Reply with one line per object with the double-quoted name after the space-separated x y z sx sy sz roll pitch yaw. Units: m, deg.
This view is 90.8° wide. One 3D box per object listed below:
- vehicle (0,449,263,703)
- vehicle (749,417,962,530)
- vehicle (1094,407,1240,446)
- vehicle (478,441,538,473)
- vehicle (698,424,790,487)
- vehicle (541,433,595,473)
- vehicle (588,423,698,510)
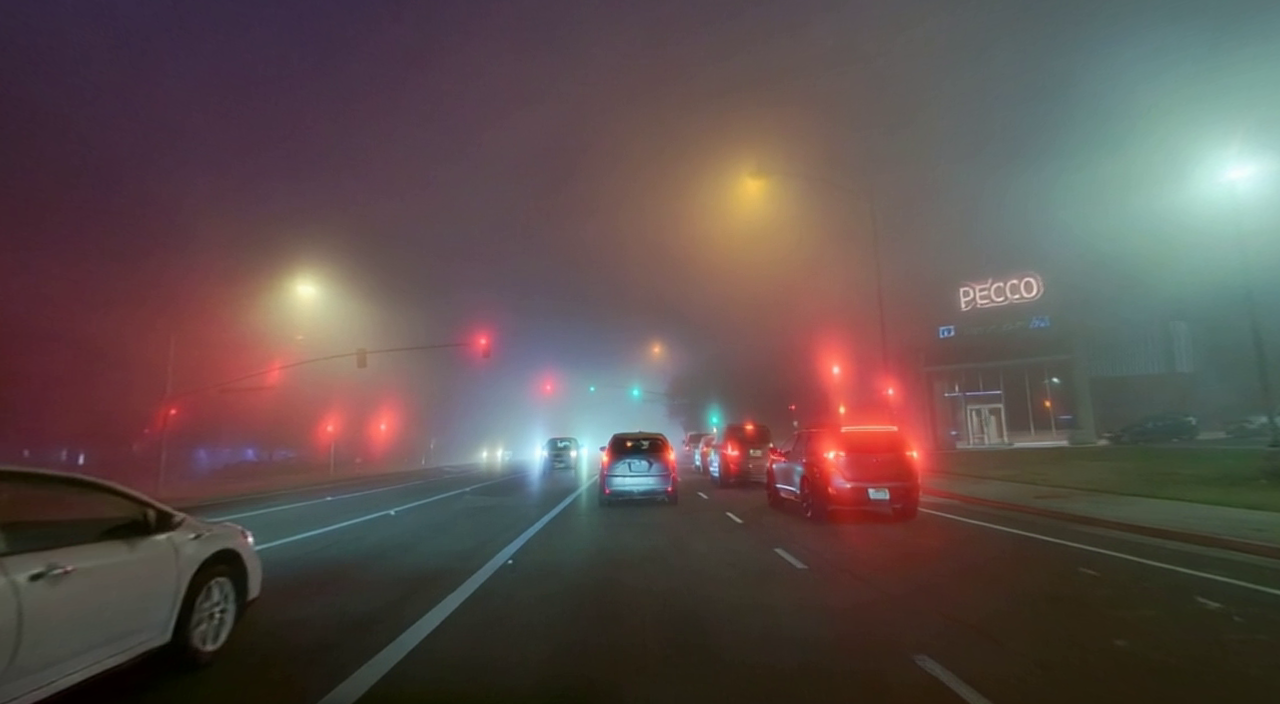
-3.527 1.005 2.128 1.980 1.321 4.113 0 -9 0 "vehicle"
3.614 2.150 11.728 2.198 1.660 4.512 0 -9 -2 "vehicle"
24.032 3.442 28.948 4.854 1.712 2.017 0 -9 -1 "vehicle"
-6.473 5.210 31.507 1.954 1.473 4.350 0 -9 1 "vehicle"
3.257 3.382 20.889 2.144 1.802 4.609 0 -9 -1 "vehicle"
-3.406 4.889 30.808 2.106 1.778 4.444 0 -9 0 "vehicle"
-0.025 2.537 14.404 2.146 1.685 4.003 0 -9 -2 "vehicle"
